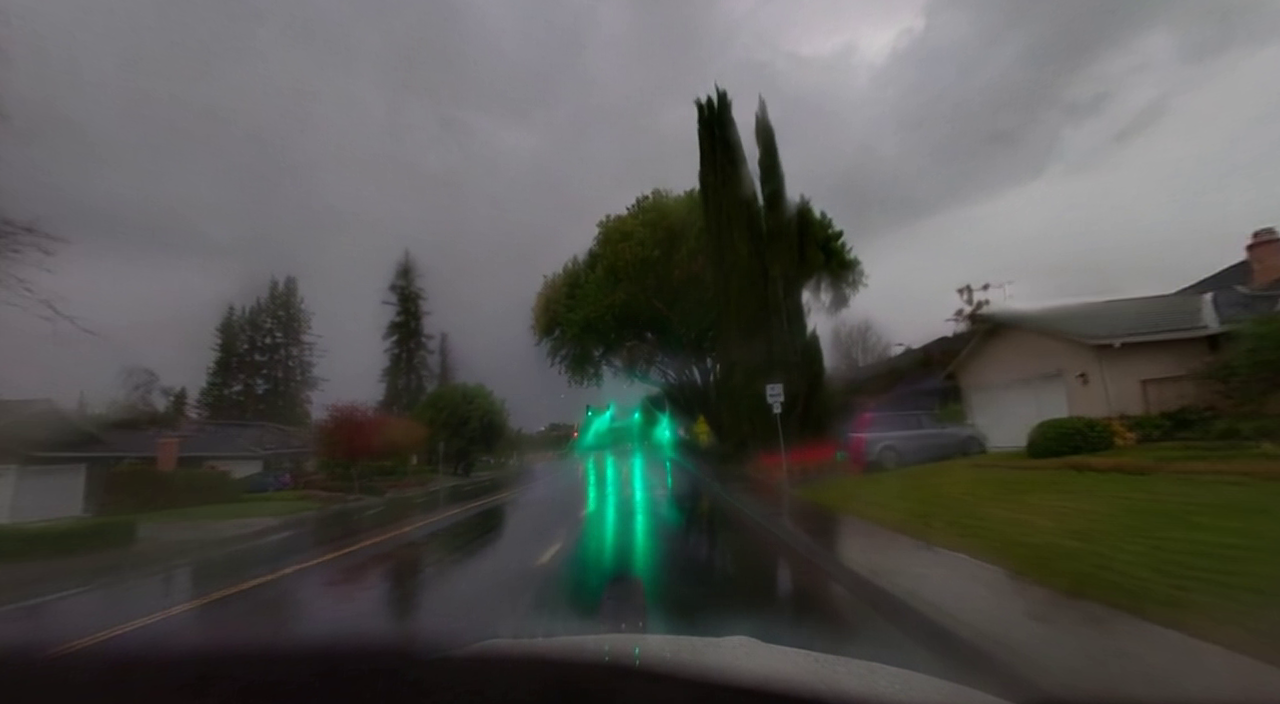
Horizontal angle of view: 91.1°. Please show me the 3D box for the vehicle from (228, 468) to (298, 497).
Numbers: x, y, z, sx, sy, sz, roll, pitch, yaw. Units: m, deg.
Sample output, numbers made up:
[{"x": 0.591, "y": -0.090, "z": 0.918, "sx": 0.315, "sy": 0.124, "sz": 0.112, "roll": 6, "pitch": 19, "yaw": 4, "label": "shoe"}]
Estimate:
[{"x": -22.331, "y": 7.722, "z": 37.337, "sx": 1.847, "sy": 1.461, "sz": 3.659, "roll": 0, "pitch": -8, "yaw": 0, "label": "vehicle"}]

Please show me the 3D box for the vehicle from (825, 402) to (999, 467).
[{"x": 8.313, "y": 2.552, "z": 19.269, "sx": 4.636, "sy": 1.823, "sz": 1.997, "roll": 3, "pitch": -9, "yaw": -18, "label": "vehicle"}]
